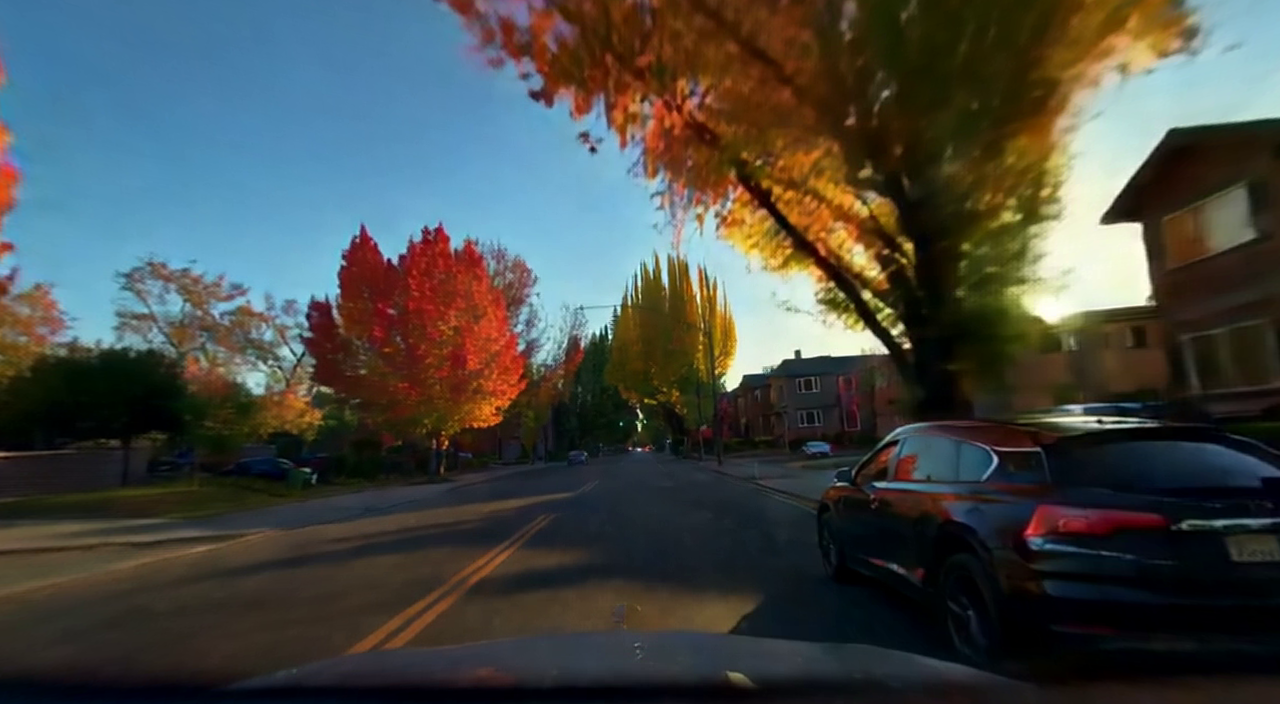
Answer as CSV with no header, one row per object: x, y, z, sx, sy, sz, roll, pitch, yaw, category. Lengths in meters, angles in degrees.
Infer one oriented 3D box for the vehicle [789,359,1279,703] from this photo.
3.024,1.283,5.373,2.224,1.791,4.834,0,-9,-1,vehicle

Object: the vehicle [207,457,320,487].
-19.528,6.217,32.923,4.610,1.463,1.841,1,-9,-6,vehicle
